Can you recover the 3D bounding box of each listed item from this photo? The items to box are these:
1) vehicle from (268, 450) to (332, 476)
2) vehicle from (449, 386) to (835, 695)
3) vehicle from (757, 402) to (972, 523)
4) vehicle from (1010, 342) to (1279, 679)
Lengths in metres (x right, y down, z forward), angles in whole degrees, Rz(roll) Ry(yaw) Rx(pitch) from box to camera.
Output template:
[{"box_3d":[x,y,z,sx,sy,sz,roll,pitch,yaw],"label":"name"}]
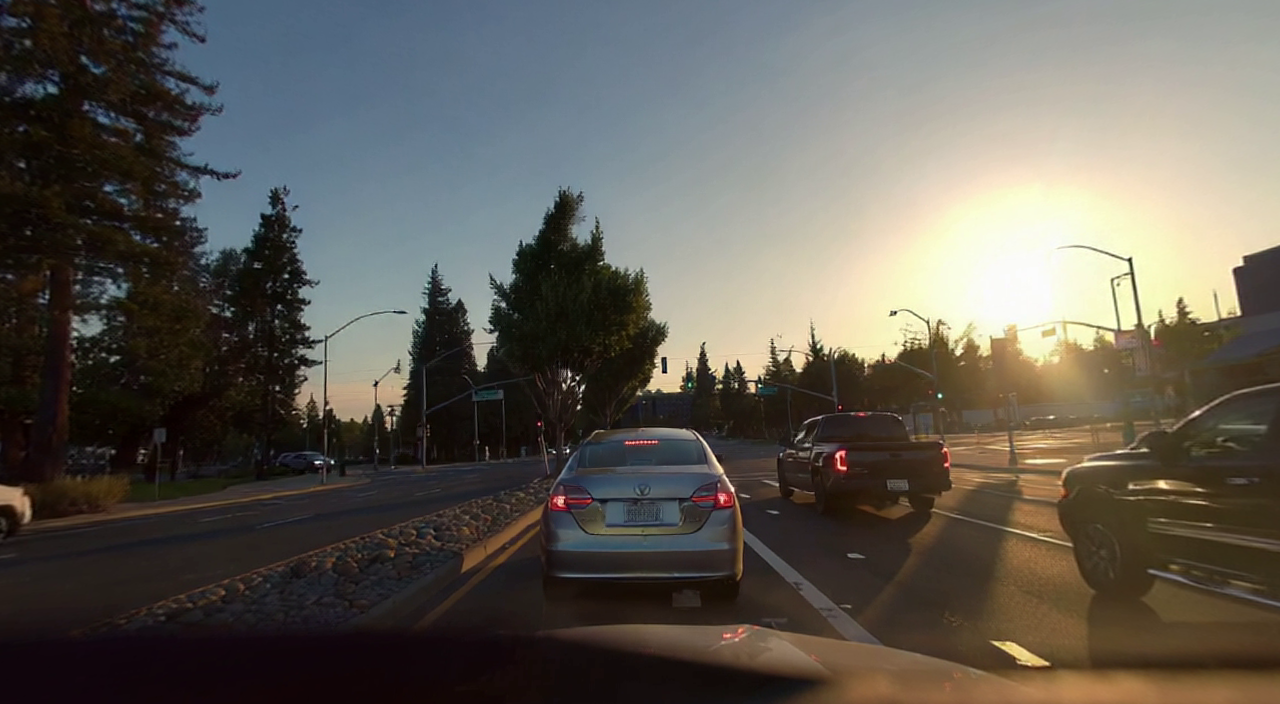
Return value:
[{"box_3d":[-24.067,7.839,44.812,1.798,1.706,4.385,-1,-8,6],"label":"vehicle"},{"box_3d":[-0.015,1.322,5.532,2.116,1.677,3.948,0,-8,-1],"label":"vehicle"},{"box_3d":[4.169,2.206,13.115,2.319,1.930,5.651,0,-8,-1],"label":"vehicle"},{"box_3d":[4.468,0.869,3.534,2.019,1.803,4.634,-1,-8,1],"label":"vehicle"}]
